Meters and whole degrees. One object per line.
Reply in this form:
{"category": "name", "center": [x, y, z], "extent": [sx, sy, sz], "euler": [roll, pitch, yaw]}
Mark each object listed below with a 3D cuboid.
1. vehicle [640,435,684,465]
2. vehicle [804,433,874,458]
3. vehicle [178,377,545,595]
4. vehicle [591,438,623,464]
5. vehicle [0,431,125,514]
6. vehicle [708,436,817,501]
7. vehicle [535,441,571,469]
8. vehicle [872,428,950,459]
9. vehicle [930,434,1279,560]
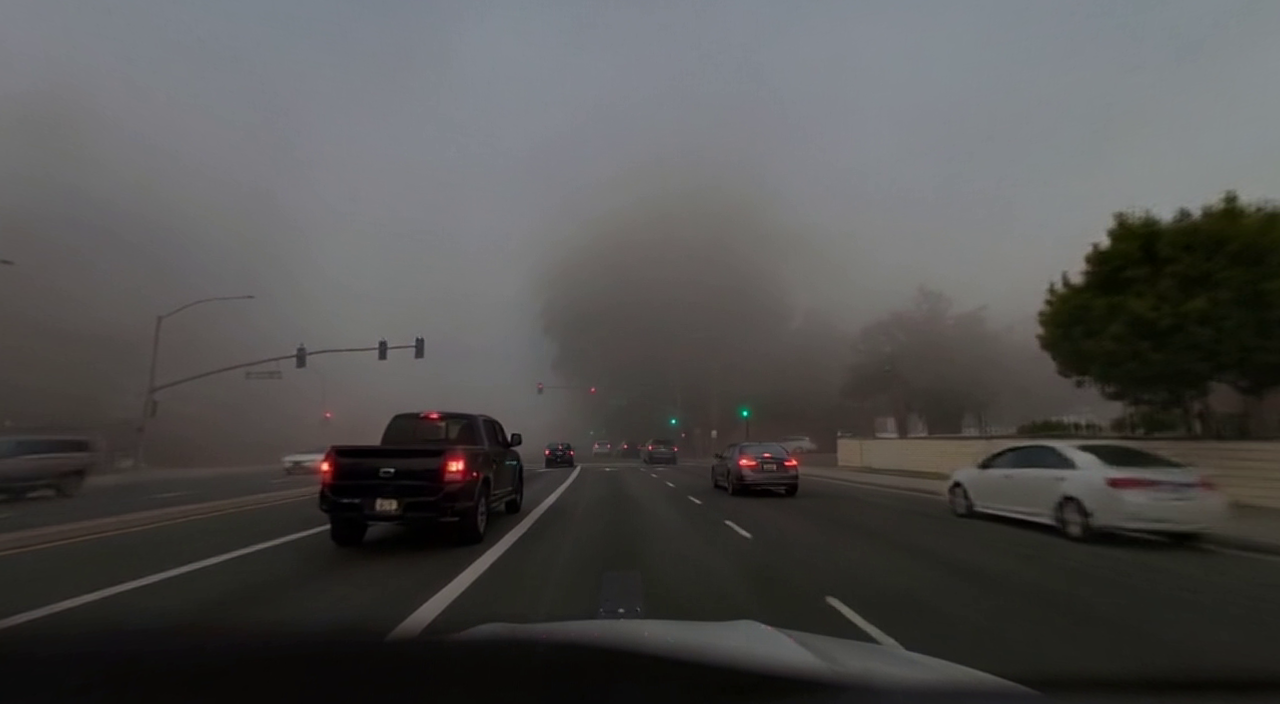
{"category": "vehicle", "center": [1.413, 6.796, 43.894], "extent": [2.391, 1.960, 5.600], "euler": [1, -8, -5]}
{"category": "vehicle", "center": [15.468, 7.256, 49.200], "extent": [4.691, 1.626, 1.943], "euler": [-1, -7, -10]}
{"category": "vehicle", "center": [-2.976, 1.660, 8.920], "extent": [2.354, 1.948, 6.355], "euler": [0, -8, -1]}
{"category": "vehicle", "center": [-2.539, 7.432, 47.647], "extent": [2.164, 1.867, 4.254], "euler": [1, -8, -6]}
{"category": "vehicle", "center": [-16.699, 3.099, 16.515], "extent": [2.292, 1.990, 5.714], "euler": [1, -8, -8]}
{"category": "vehicle", "center": [3.092, 3.021, 16.837], "extent": [1.870, 1.491, 4.009], "euler": [0, -8, -3]}
{"category": "vehicle", "center": [-5.049, 6.031, 37.127], "extent": [1.864, 1.505, 4.202], "euler": [1, -8, -5]}
{"category": "vehicle", "center": [16.256, 5.527, 38.200], "extent": [2.058, 1.766, 4.563], "euler": [1, -8, -10]}
{"category": "vehicle", "center": [6.707, 2.050, 9.830], "extent": [1.989, 1.459, 4.700], "euler": [0, -8, -3]}
